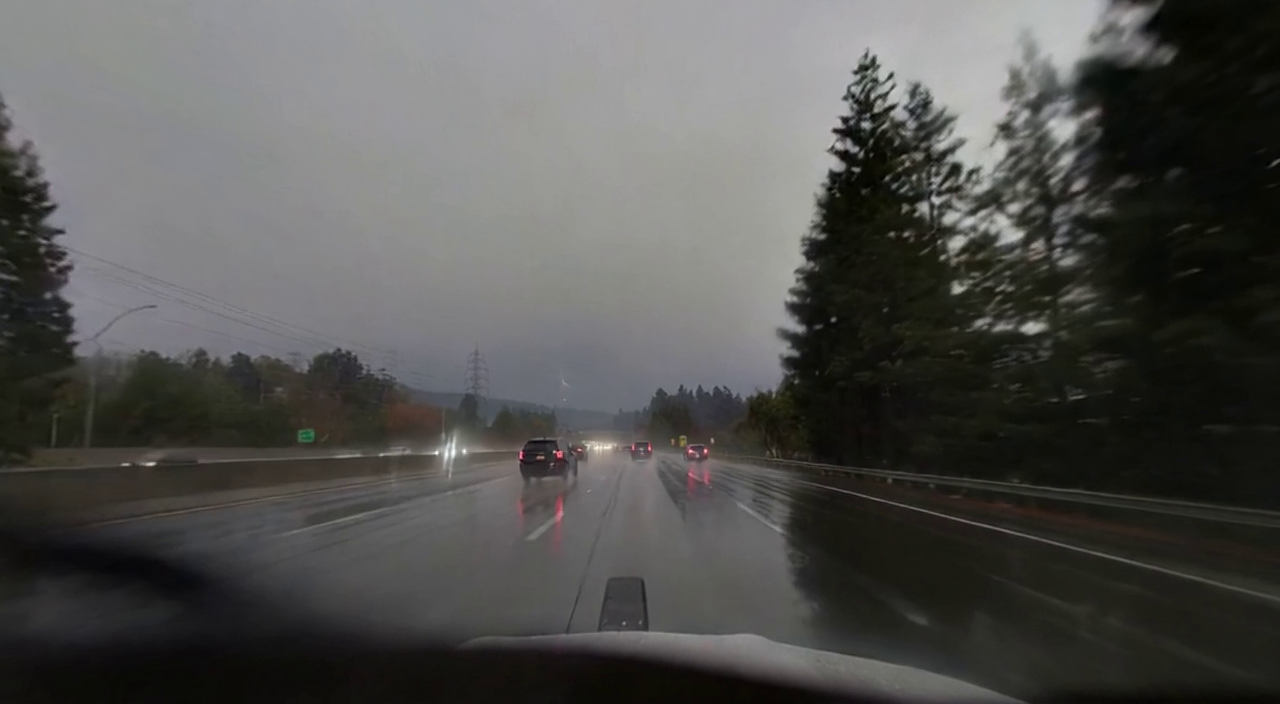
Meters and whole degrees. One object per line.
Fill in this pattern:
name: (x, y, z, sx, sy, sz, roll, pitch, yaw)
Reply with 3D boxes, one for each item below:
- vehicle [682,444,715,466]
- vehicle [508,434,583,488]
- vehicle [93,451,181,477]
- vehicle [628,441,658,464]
vehicle: (4.195, 7.415, 45.675, 1.964, 1.479, 4.252, 0, -8, -1)
vehicle: (-3.221, 3.797, 22.314, 1.961, 1.704, 4.052, 0, -8, 1)
vehicle: (-32.399, 7.198, 40.782, 1.904, 1.558, 4.504, 0, -8, 1)
vehicle: (0.207, 7.610, 47.697, 2.156, 1.647, 3.987, 0, -8, 1)
